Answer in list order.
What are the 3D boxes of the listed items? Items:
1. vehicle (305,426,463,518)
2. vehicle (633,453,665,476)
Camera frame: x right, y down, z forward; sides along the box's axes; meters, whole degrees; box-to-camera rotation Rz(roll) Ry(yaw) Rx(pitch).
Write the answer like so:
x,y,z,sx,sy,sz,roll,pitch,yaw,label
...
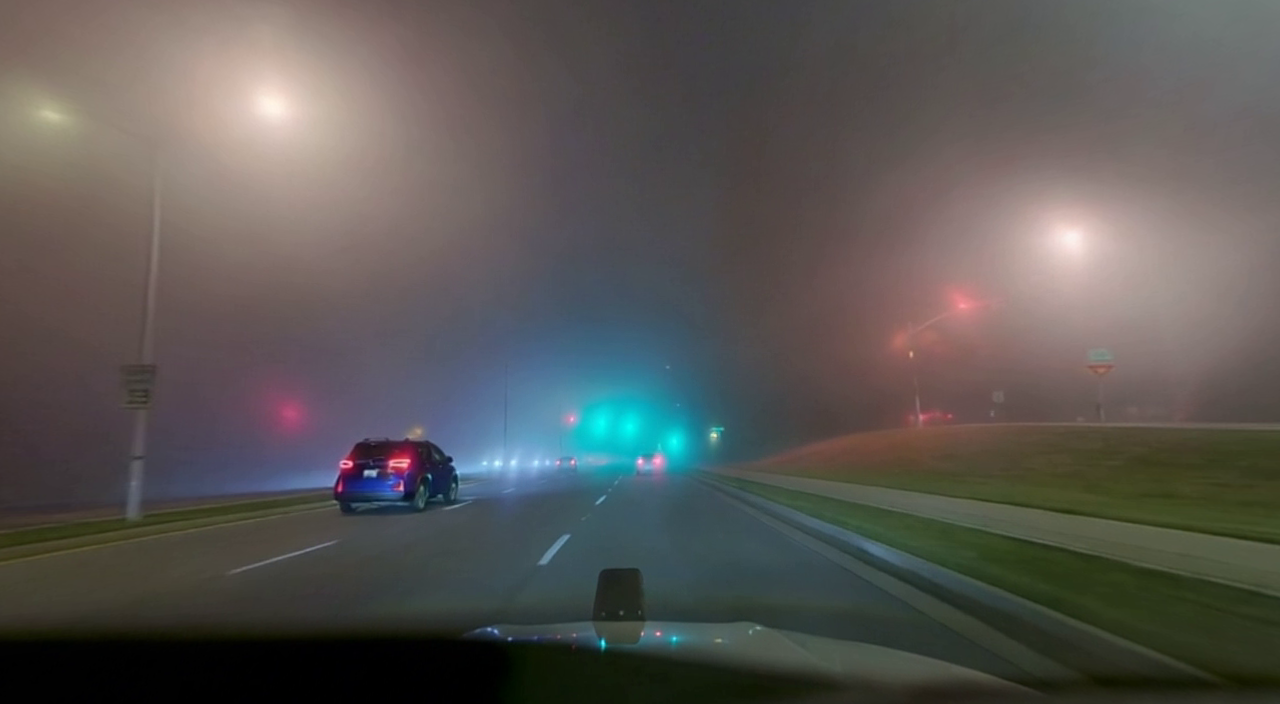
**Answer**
x,y,z,sx,sy,sz,roll,pitch,yaw,label
-5.993,2.846,15.437,2.027,1.908,4.273,0,-9,0,vehicle
0.588,7.806,43.862,2.091,1.494,3.962,0,-9,-1,vehicle
